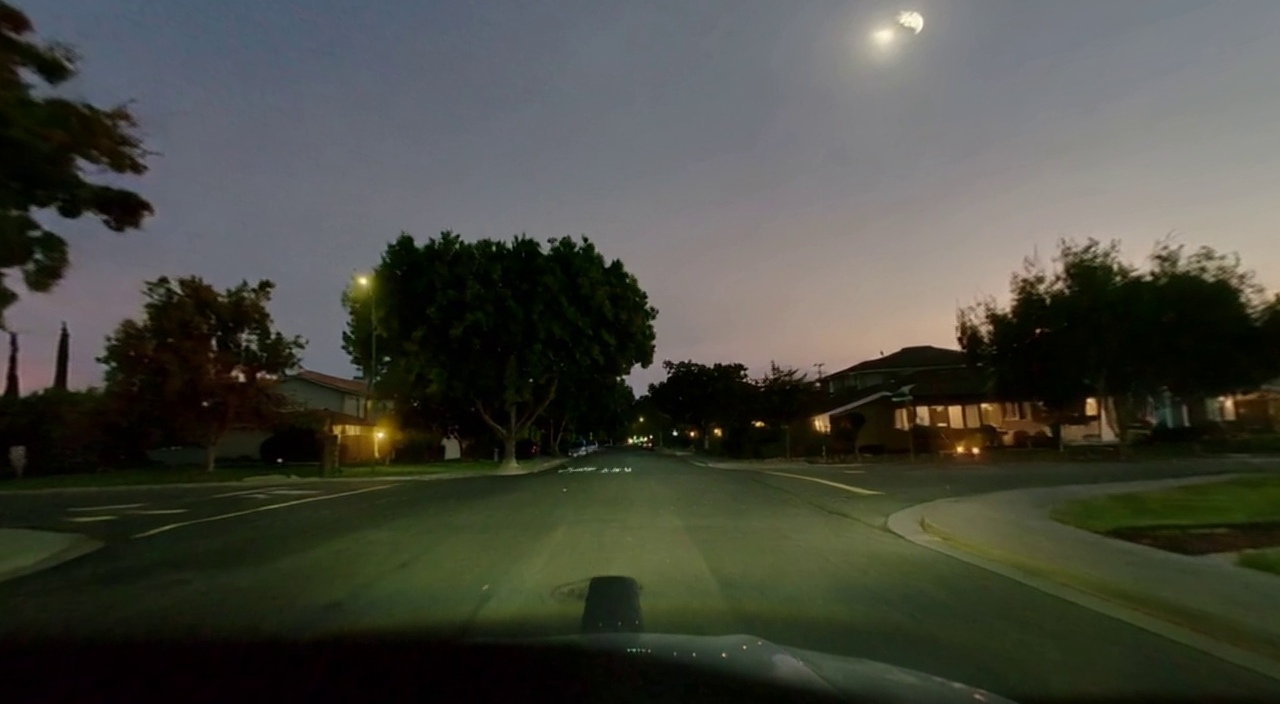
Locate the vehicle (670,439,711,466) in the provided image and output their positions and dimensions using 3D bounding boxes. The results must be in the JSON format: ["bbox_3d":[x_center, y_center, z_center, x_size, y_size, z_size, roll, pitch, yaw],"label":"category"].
[{"bbox_3d":[2.919,5.928,37.335,1.881,1.487,4.183,0,-8,-3],"label":"vehicle"}]
